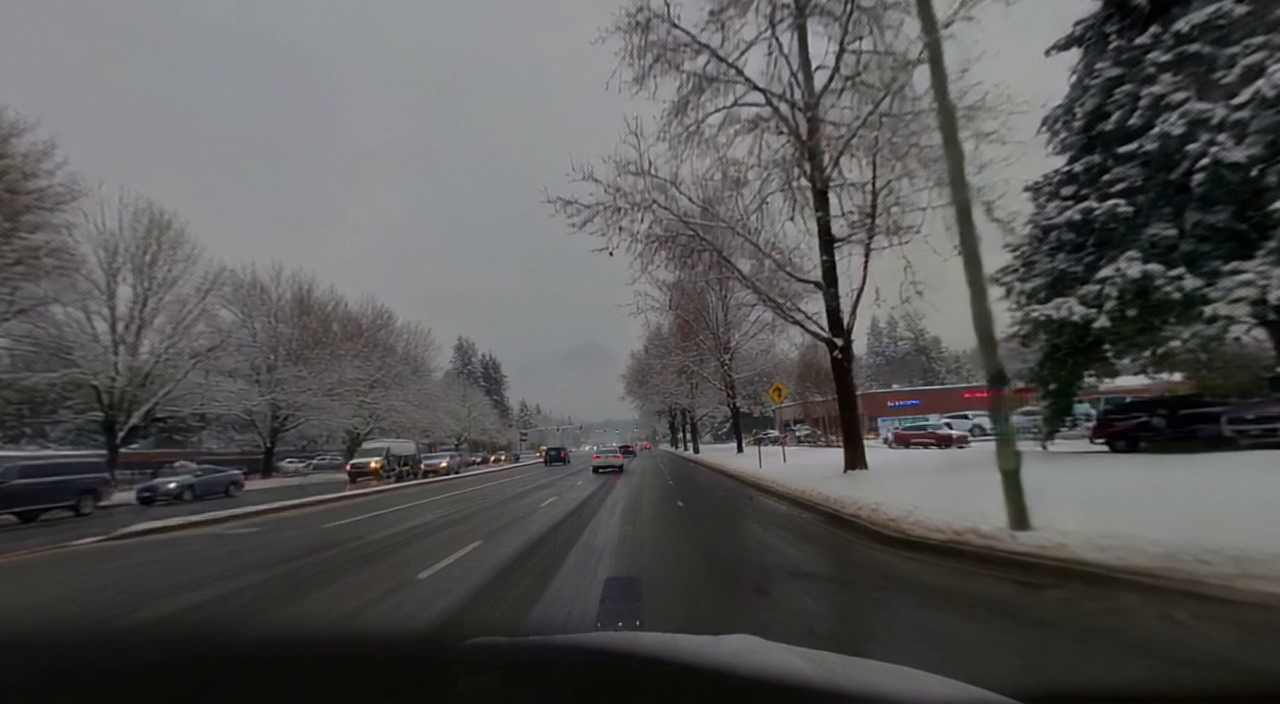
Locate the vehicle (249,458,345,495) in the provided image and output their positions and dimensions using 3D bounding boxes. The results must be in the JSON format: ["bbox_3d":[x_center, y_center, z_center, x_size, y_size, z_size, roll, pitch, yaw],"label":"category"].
[{"bbox_3d":[-16.327,5.928,30.386,2.024,1.531,4.580,0,-8,0],"label":"vehicle"}]

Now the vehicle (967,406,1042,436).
[{"bbox_3d":[24.217,4.649,42.230,2.179,1.825,5.335,-2,-7,4],"label":"vehicle"}]

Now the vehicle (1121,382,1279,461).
[{"bbox_3d":[14.356,1.528,14.790,4.431,1.456,1.977,-7,-10,-1],"label":"vehicle"}]

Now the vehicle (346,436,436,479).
[{"bbox_3d":[-16.672,7.113,42.958,2.599,2.675,7.177,-1,-8,6],"label":"vehicle"}]

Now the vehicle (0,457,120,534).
[{"bbox_3d":[-16.463,3.652,16.240,2.073,1.749,4.770,0,-8,0],"label":"vehicle"}]

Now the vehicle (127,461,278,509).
[{"bbox_3d":[-16.434,5.009,24.162,2.162,1.480,5.017,0,-8,1],"label":"vehicle"}]

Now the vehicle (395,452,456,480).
[{"bbox_3d":[-12.470,6.631,37.068,2.013,1.498,4.474,0,-8,0],"label":"vehicle"}]

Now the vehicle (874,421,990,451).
[{"bbox_3d":[14.371,4.180,31.275,4.739,1.424,1.936,0,-8,1],"label":"vehicle"}]

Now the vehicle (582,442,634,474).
[{"bbox_3d":[-1.551,5.431,32.548,2.235,1.500,4.420,-1,-8,3],"label":"vehicle"}]
